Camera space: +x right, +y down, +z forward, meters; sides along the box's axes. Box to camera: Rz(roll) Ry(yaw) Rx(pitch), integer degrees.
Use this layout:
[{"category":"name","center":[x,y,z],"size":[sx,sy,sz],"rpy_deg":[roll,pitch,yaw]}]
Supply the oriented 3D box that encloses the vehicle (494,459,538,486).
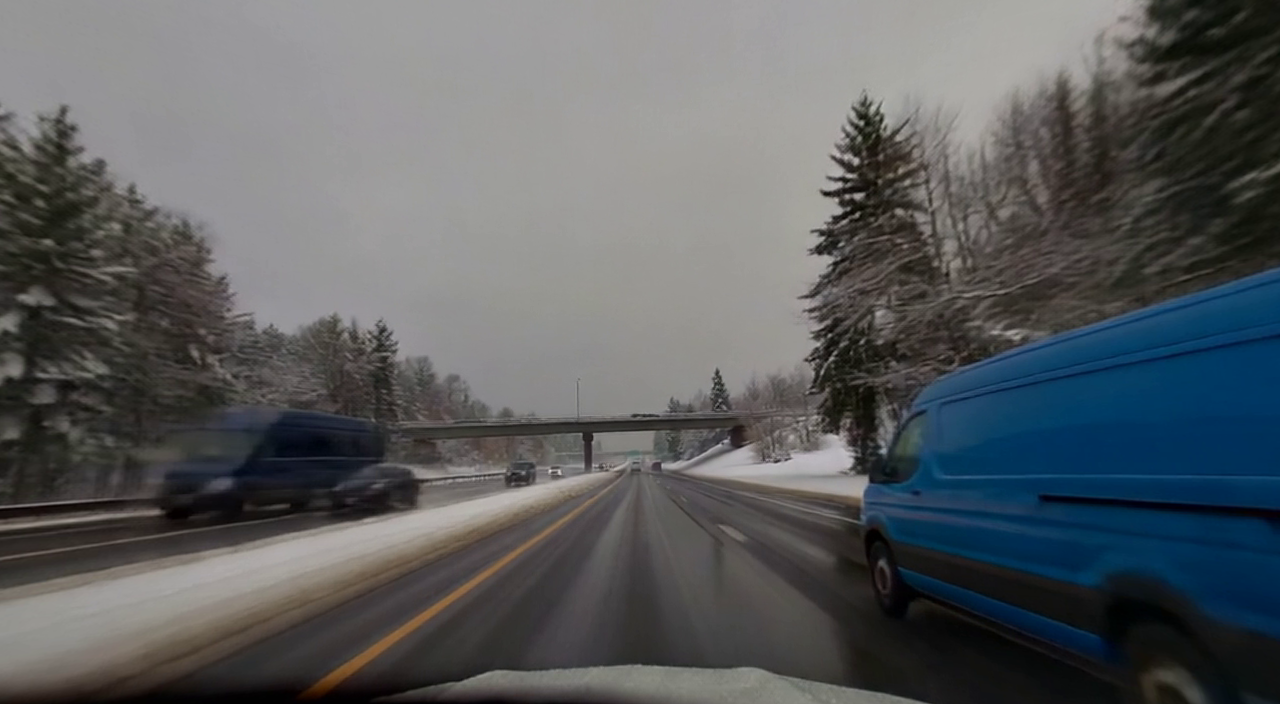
[{"category":"vehicle","center":[-9.181,8.988,46.809],"size":[2.250,1.825,4.768],"rpy_deg":[1,-10,1]}]

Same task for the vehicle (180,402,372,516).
[{"category":"vehicle","center":[-13.516,4.167,24.335],"size":[2.994,3.686,7.146],"rpy_deg":[1,-10,0]}]

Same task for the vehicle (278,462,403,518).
[{"category":"vehicle","center":[-9.075,4.209,19.444],"size":[1.919,1.507,3.887],"rpy_deg":[1,-10,0]}]
